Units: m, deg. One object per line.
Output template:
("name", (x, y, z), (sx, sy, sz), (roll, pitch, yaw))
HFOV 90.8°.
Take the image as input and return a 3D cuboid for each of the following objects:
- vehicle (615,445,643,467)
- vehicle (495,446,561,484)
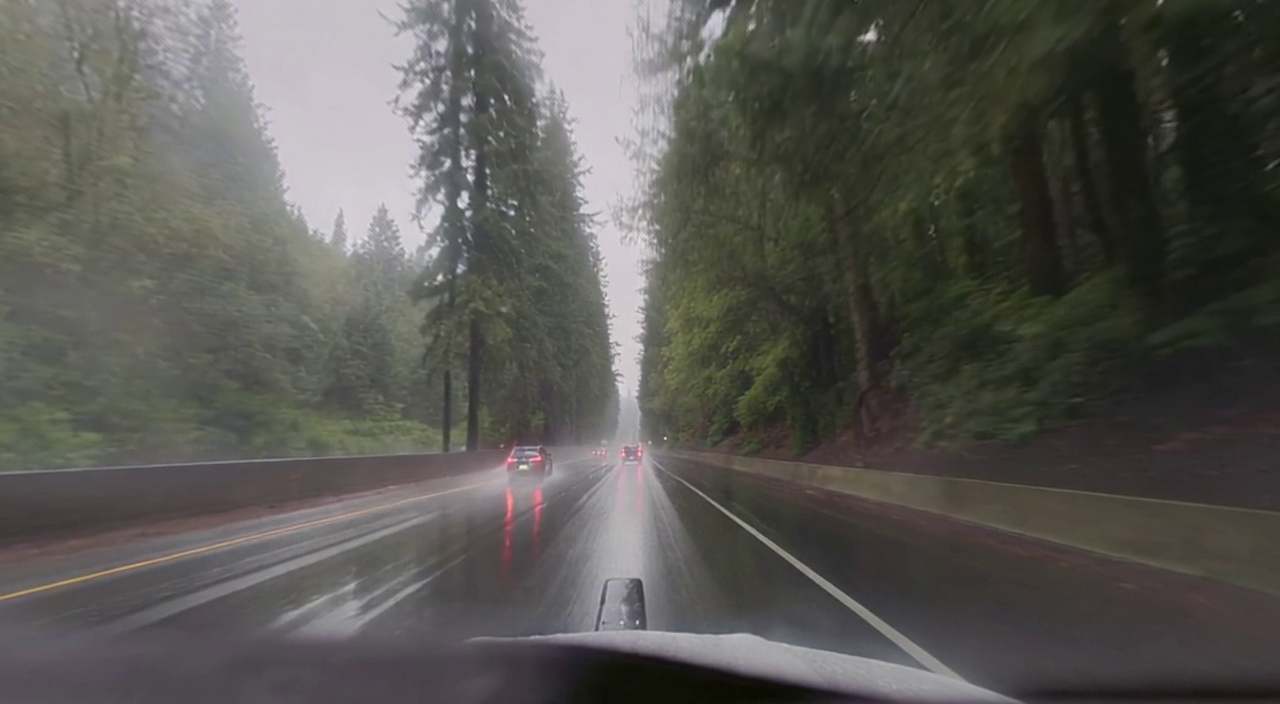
("vehicle", (-0.888, 8.026, 48.690), (2.070, 1.603, 4.806), (0, -9, -2))
("vehicle", (-4.712, 4.798, 27.223), (2.052, 1.468, 4.390), (0, -8, 0))
